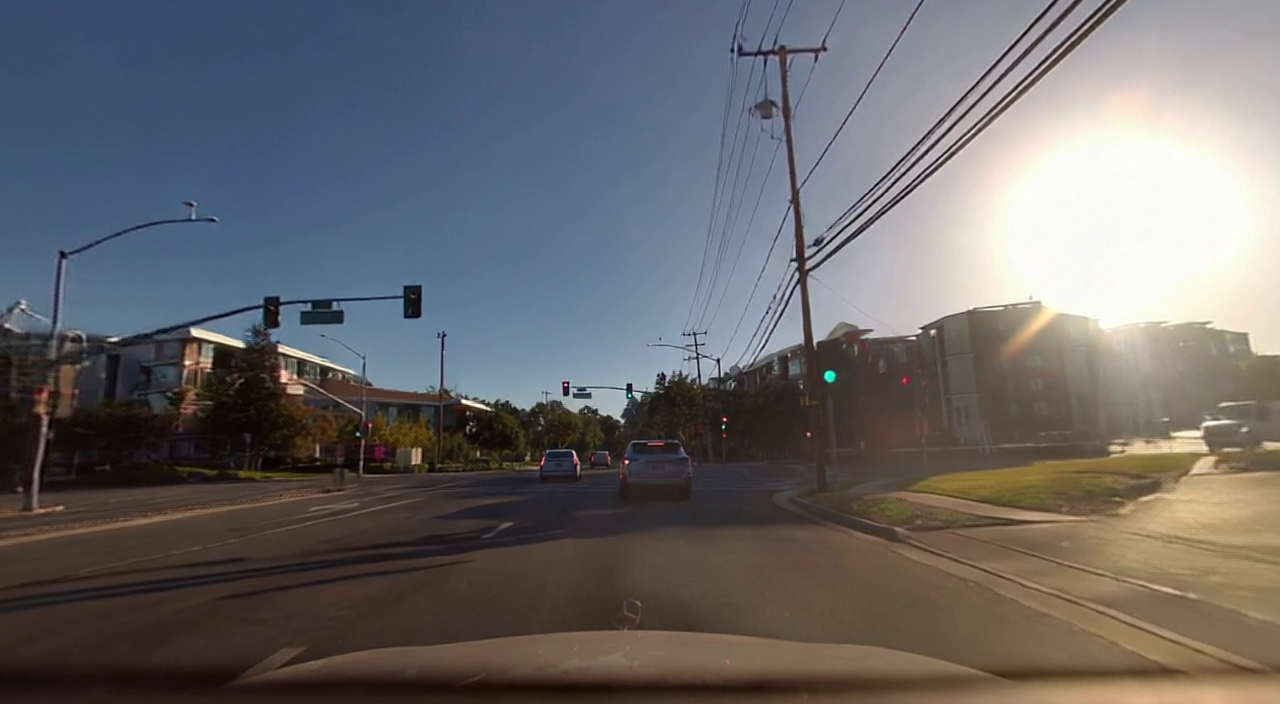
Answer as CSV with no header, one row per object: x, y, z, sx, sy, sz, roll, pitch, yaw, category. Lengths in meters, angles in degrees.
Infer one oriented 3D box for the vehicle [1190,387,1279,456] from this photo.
42.702,4.802,43.498,5.749,4.403,3.494,-3,-9,7,vehicle

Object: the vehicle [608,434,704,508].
0.357,2.980,16.218,2.156,1.636,3.923,0,-9,0,vehicle

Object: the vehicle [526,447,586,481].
-3.911,5.285,30.139,2.153,1.474,4.284,0,-9,2,vehicle
